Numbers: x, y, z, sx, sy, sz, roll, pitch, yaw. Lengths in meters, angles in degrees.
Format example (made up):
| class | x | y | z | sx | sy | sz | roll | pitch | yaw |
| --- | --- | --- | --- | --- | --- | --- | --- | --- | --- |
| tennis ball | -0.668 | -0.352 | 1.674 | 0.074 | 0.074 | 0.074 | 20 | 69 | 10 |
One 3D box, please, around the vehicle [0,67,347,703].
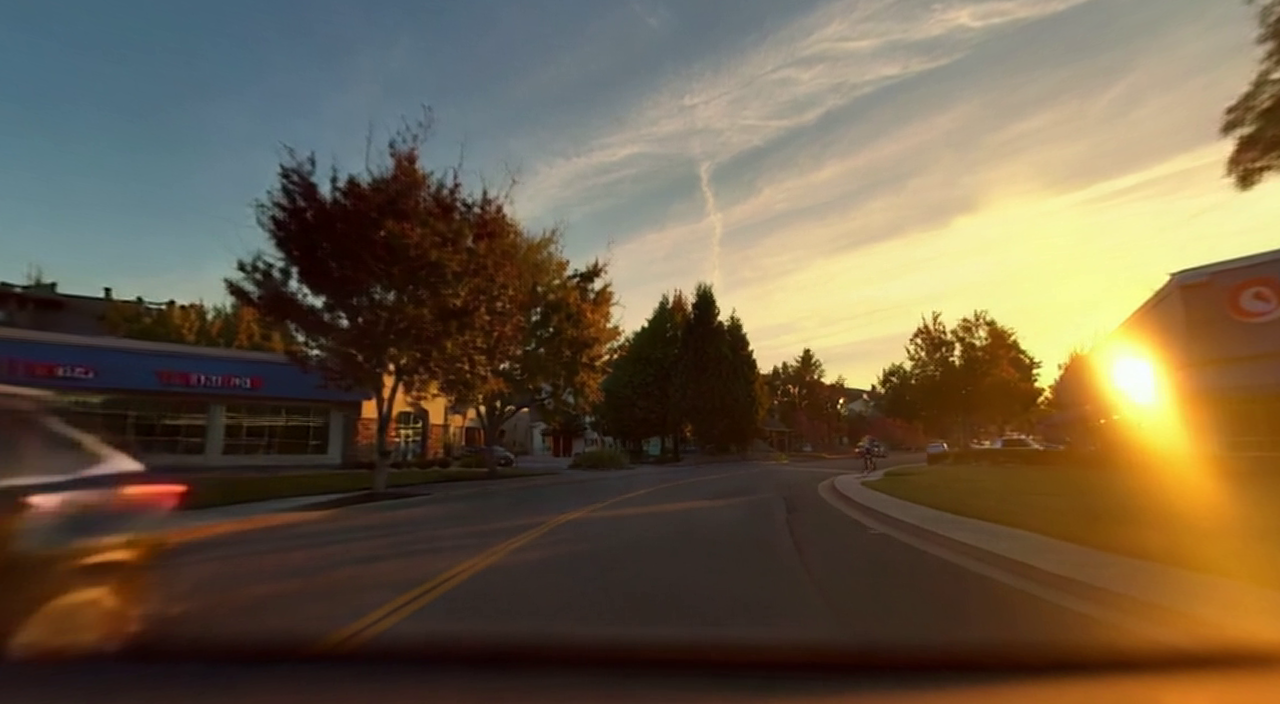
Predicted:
| class | x | y | z | sx | sy | sz | roll | pitch | yaw |
| --- | --- | --- | --- | --- | --- | --- | --- | --- | --- |
| vehicle | -3.775 | 0.218 | 1.704 | 2.489 | 2.884 | 6.940 | -1 | -9 | 1 |
